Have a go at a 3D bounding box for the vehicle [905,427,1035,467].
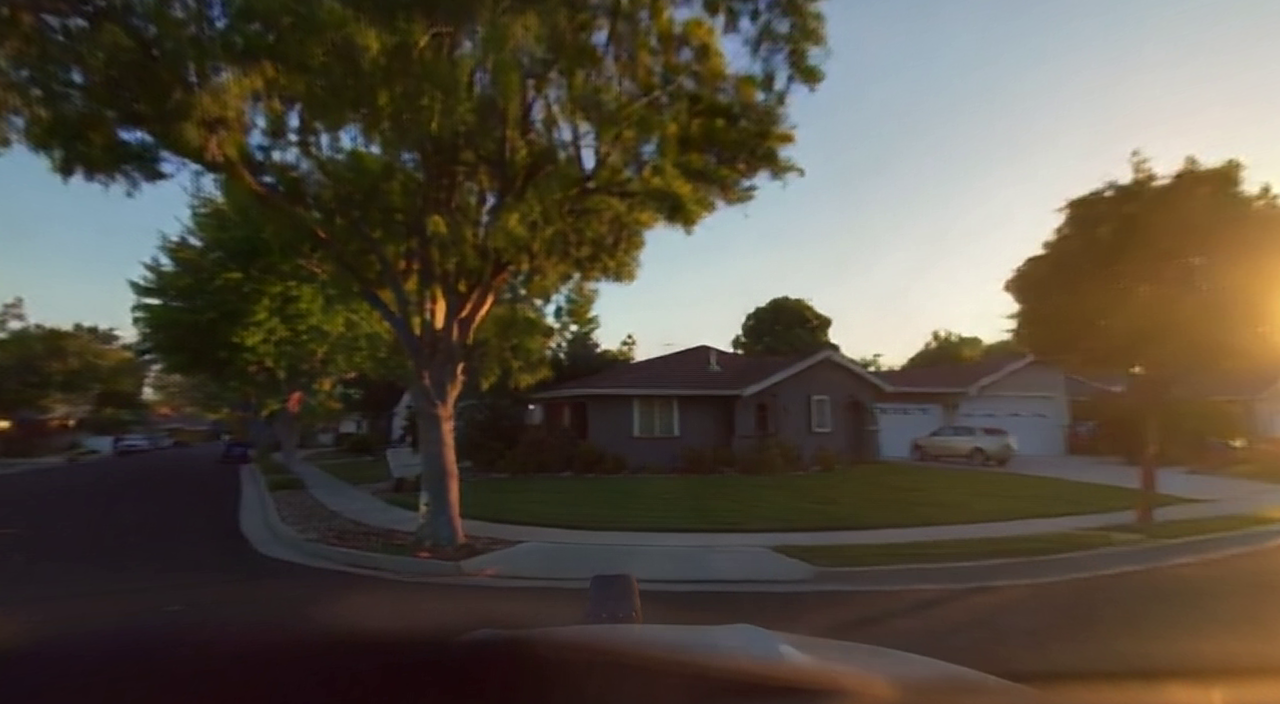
[{"bbox_3d":[13.607,3.955,26.329,1.844,1.495,4.404,5,-10,-30],"label":"vehicle"}]
